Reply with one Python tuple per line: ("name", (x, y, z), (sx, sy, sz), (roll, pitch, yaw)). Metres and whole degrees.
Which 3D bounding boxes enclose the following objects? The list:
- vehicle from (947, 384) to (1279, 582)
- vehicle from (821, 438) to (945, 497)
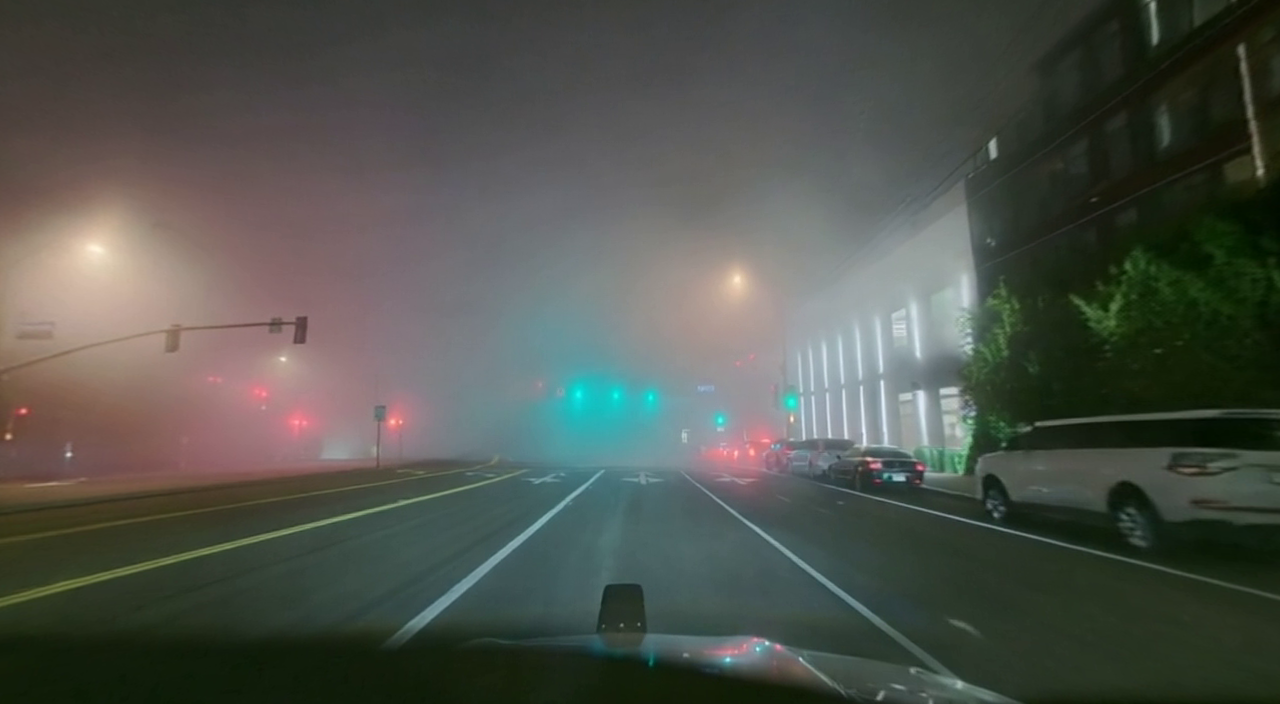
("vehicle", (6.546, 1.619, 8.520), (2.169, 1.876, 4.931), (0, -9, -1))
("vehicle", (6.865, 3.301, 18.308), (1.880, 1.483, 4.510), (0, -9, 1))
